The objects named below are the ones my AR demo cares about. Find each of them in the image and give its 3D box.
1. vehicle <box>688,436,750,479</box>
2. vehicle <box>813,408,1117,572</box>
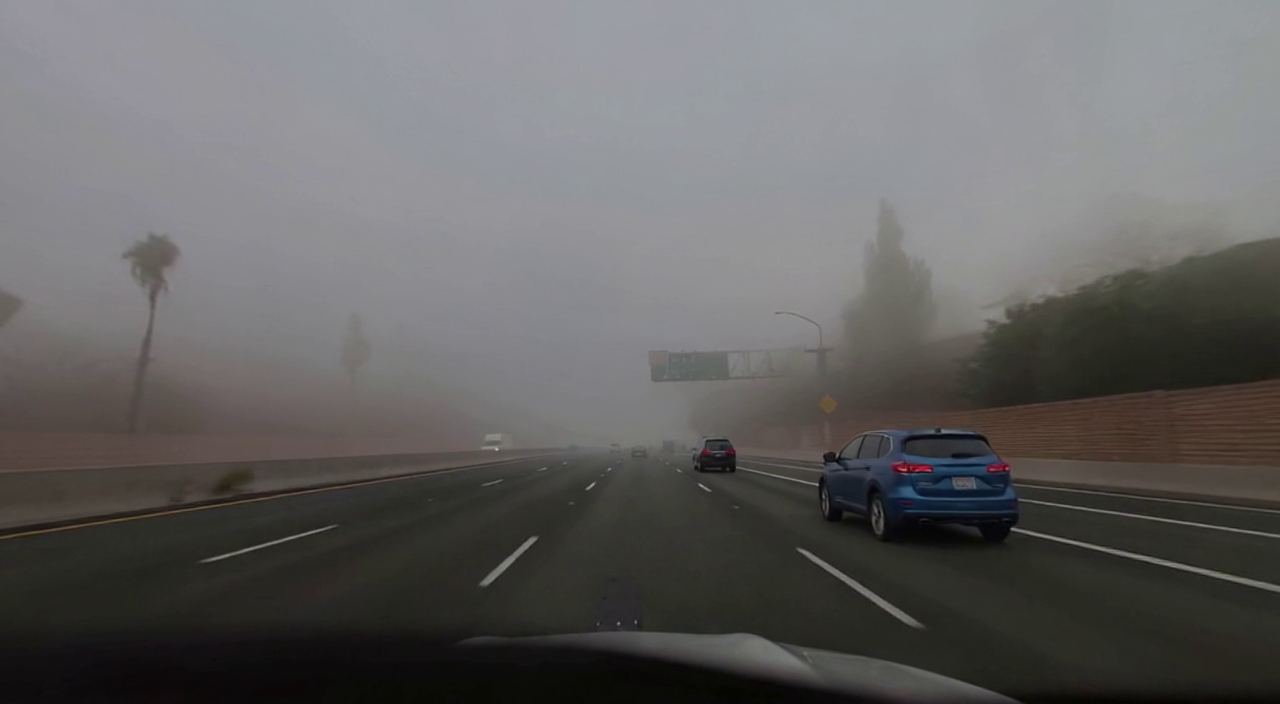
[{"bbox_3d":[3.343,4.576,27.657,2.045,1.688,4.313,0,-9,-1],"label":"vehicle"},{"bbox_3d":[3.982,1.759,8.775,1.910,1.696,4.187,0,-9,-1],"label":"vehicle"}]
